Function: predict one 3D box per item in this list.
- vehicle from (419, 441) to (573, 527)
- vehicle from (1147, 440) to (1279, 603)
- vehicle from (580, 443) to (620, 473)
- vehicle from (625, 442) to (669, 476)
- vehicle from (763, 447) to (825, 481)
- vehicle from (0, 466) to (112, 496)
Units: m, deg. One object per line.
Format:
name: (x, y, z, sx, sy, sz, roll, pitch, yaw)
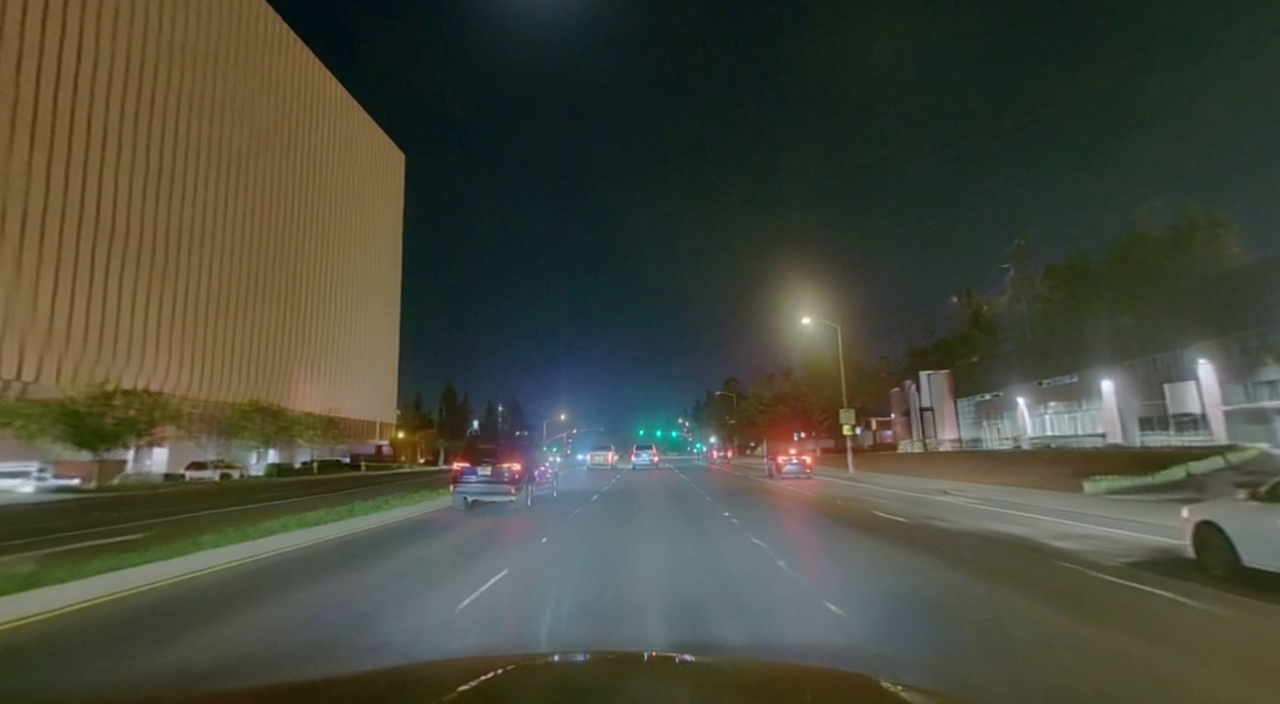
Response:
vehicle: (-2.766, 2.660, 13.321, 2.095, 1.486, 4.411, 0, -9, 1)
vehicle: (6.710, 1.391, 4.804, 1.865, 1.458, 4.605, 0, -9, 1)
vehicle: (-2.502, 6.835, 40.684, 2.117, 1.799, 4.442, 0, -9, 2)
vehicle: (0.425, 6.021, 35.724, 2.304, 1.795, 4.526, 0, -9, 1)
vehicle: (7.189, 5.233, 29.796, 1.884, 1.458, 4.245, 0, -9, 1)
vehicle: (-34.100, 7.497, 36.812, 4.652, 1.472, 1.932, 5, -10, -32)
